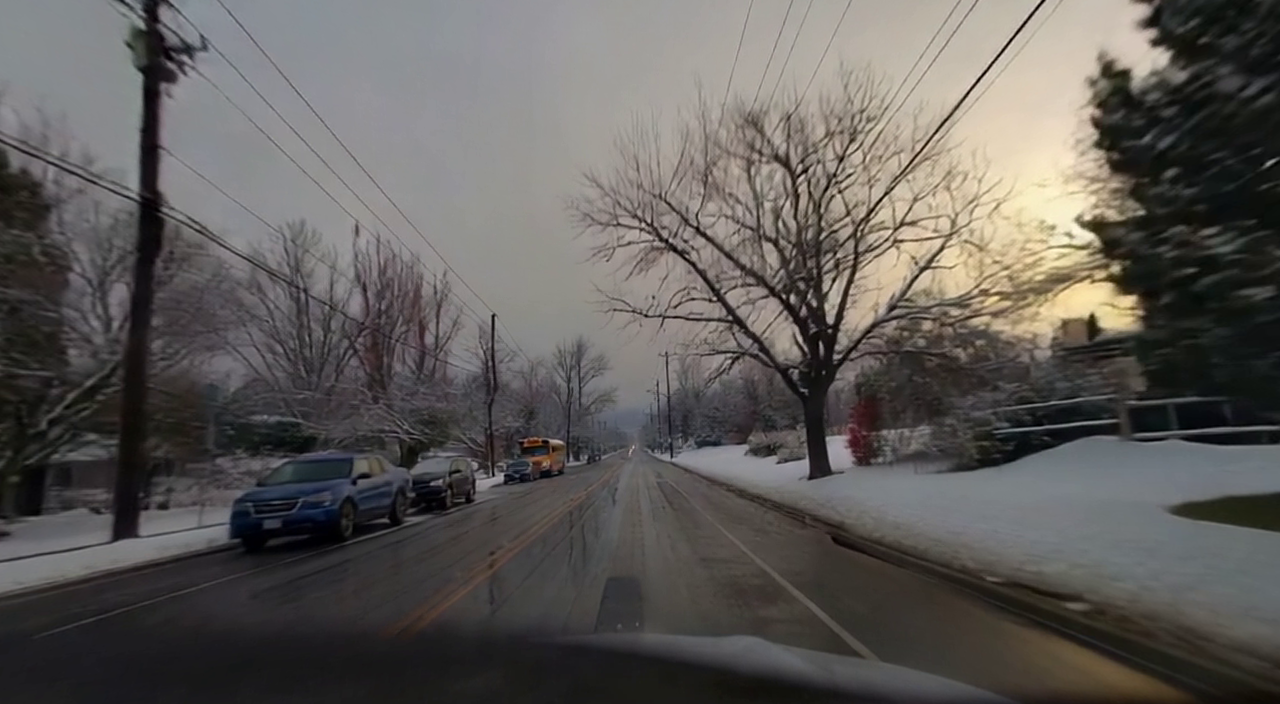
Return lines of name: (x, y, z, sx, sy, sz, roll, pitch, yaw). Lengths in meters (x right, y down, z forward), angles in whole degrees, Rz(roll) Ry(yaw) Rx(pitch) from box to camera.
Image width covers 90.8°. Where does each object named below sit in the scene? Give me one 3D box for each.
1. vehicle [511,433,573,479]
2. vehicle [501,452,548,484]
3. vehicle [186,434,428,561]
vehicle: (-6.629, 7.192, 43.764, 2.835, 2.876, 7.091, -1, -9, 3)
vehicle: (-6.767, 6.850, 37.469, 2.023, 1.721, 4.418, 0, -9, -1)
vehicle: (-6.591, 2.930, 13.503, 2.284, 1.939, 5.502, -4, -10, -2)
